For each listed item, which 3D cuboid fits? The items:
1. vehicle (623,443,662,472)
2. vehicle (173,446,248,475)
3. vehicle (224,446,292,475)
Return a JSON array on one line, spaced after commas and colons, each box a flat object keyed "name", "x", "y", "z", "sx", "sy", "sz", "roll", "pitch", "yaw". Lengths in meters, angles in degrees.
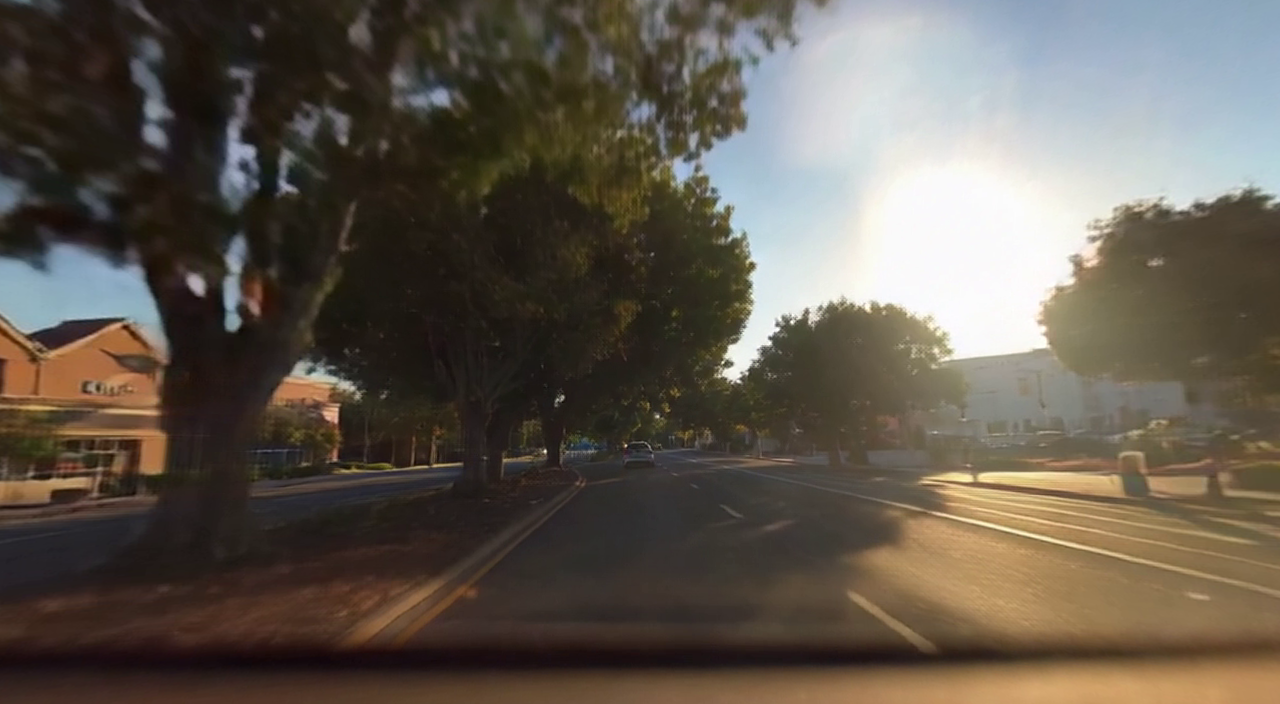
[{"name": "vehicle", "x": 0.067, "y": 5.691, "z": 34.034, "sx": 1.998, "sy": 1.452, "sz": 3.773, "roll": 0, "pitch": -9, "yaw": -2}, {"name": "vehicle", "x": -31.465, "y": 7.925, "z": 46.285, "sx": 2.155, "sy": 2.023, "sz": 5.077, "roll": 0, "pitch": -9, "yaw": -4}, {"name": "vehicle", "x": -28.179, "y": 7.973, "z": 46.641, "sx": 2.191, "sy": 1.947, "sz": 5.156, "roll": 1, "pitch": -9, "yaw": -5}]
